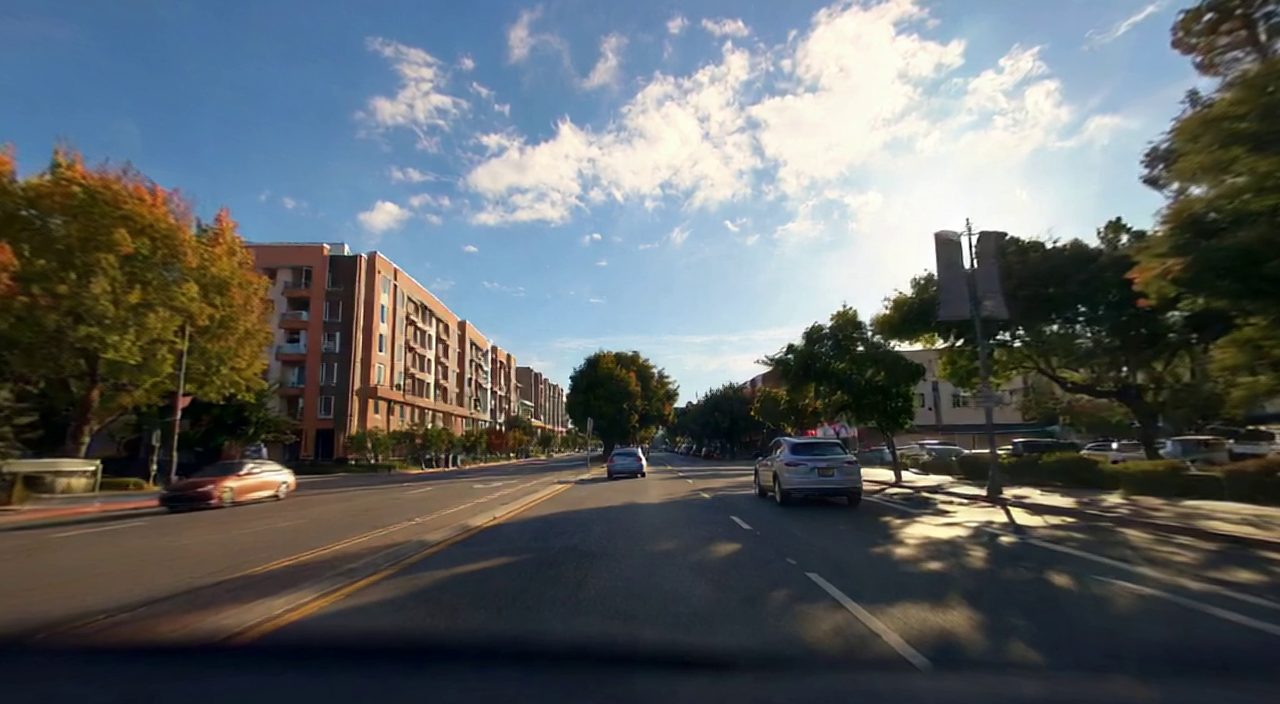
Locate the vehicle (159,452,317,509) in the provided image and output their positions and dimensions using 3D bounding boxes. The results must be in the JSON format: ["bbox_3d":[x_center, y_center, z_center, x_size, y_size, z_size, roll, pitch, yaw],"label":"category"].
[{"bbox_3d":[-12.002,3.841,19.305,1.895,1.475,4.355,-1,-9,1],"label":"vehicle"}]

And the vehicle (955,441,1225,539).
[{"bbox_3d":[8.035,2.467,11.976,1.909,1.475,4.487,-1,-9,2],"label":"vehicle"}]

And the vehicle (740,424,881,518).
[{"bbox_3d":[3.490,2.523,13.800,1.949,1.723,4.020,0,-9,0],"label":"vehicle"}]

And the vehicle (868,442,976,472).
[{"bbox_3d":[14.511,5.396,32.673,4.607,1.466,2.053,0,-9,-3],"label":"vehicle"}]

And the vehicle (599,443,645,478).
[{"bbox_3d":[-0.799,5.062,29.722,2.006,1.487,3.535,0,-9,1],"label":"vehicle"}]
